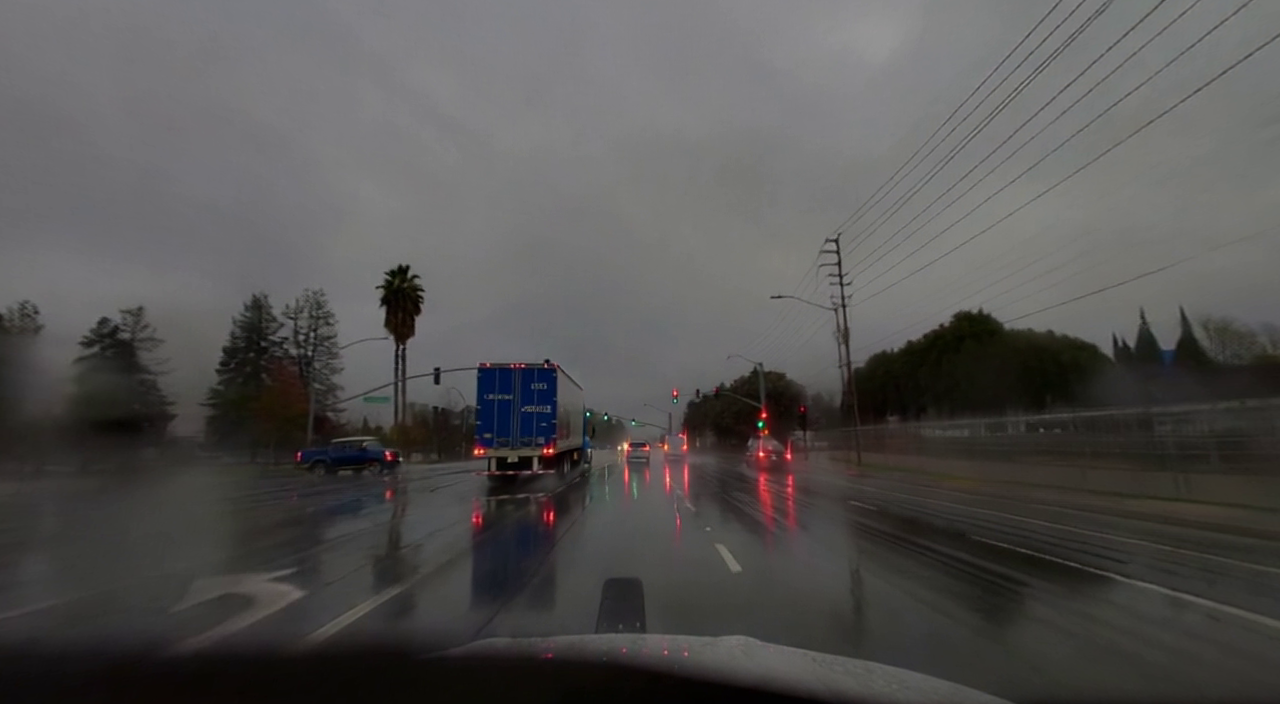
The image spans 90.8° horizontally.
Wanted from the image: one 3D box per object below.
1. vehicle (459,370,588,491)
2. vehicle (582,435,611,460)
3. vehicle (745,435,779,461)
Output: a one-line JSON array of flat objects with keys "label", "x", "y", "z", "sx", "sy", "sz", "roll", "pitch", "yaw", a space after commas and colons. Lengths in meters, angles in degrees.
[{"label": "vehicle", "x": -3.586, "y": 2.798, "z": 21.854, "sx": 2.889, "sy": 3.347, "sz": 8.285, "roll": 0, "pitch": -8, "yaw": 0}, {"label": "vehicle", "x": -3.340, "y": 7.470, "z": 49.291, "sx": 1.994, "sy": 1.806, "sz": 4.564, "roll": 0, "pitch": -8, "yaw": 0}, {"label": "vehicle", "x": 8.277, "y": 6.505, "z": 42.824, "sx": 2.102, "sy": 1.662, "sz": 4.533, "roll": -2, "pitch": -9, "yaw": 11}]
